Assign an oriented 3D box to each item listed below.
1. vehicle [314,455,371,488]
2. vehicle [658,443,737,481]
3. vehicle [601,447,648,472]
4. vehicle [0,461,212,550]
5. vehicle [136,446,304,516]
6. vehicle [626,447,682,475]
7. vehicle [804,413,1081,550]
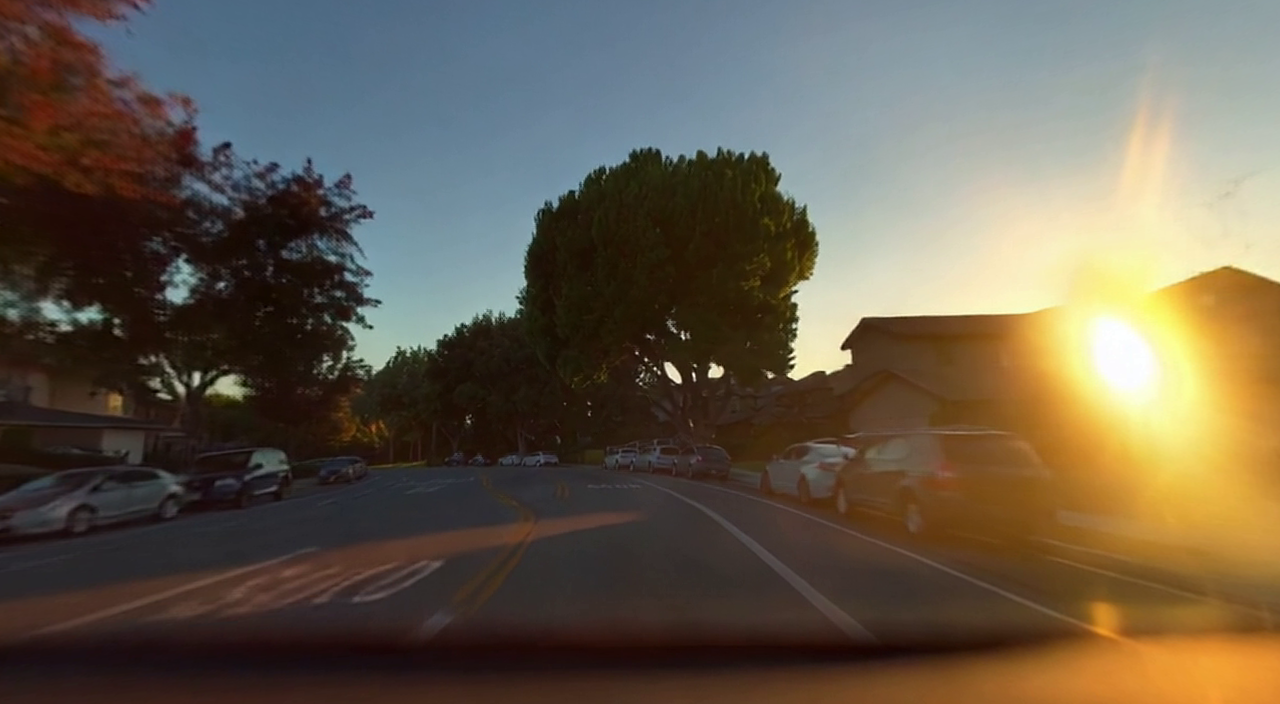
[{"bbox_3d":[-15.124,6.040,32.340,1.943,1.476,4.714,3,-9,-17],"label":"vehicle"},{"bbox_3d":[2.546,5.070,29.345,2.367,1.614,4.463,2,-9,-12],"label":"vehicle"},{"bbox_3d":[-1.071,7.013,41.472,1.875,1.514,4.047,3,-9,-19],"label":"vehicle"},{"bbox_3d":[-11.746,3.132,13.599,2.012,1.478,4.661,1,-9,-4],"label":"vehicle"},{"bbox_3d":[-12.234,3.732,18.901,2.107,1.810,4.708,1,-9,-6],"label":"vehicle"},{"bbox_3d":[0.740,6.142,35.964,1.844,1.485,4.193,3,-9,-19],"label":"vehicle"},{"bbox_3d":[4.623,2.065,10.728,2.184,1.770,4.651,1,-9,-3],"label":"vehicle"}]
